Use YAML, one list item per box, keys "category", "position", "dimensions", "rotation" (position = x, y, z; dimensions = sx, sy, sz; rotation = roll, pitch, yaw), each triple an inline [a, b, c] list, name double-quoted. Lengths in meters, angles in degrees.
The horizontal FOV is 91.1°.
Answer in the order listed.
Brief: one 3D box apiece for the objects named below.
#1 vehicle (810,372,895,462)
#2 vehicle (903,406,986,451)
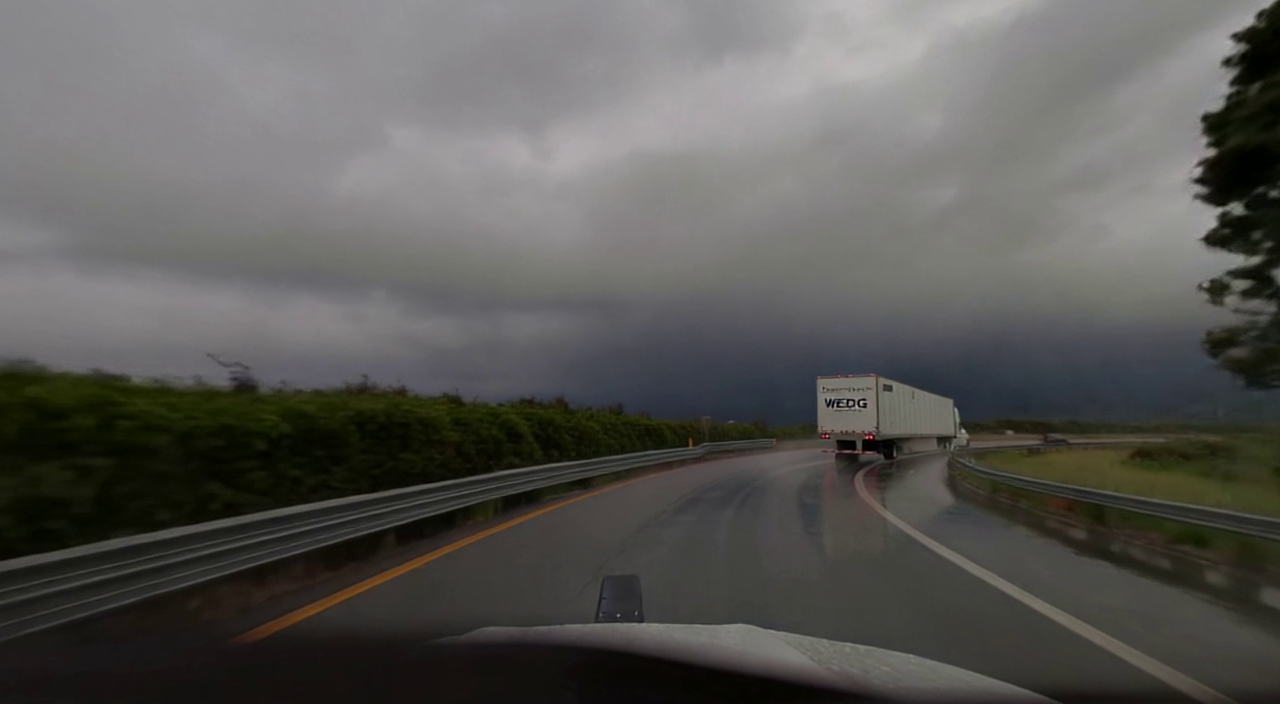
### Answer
- category: "vehicle"
  position: [9.635, 2.995, 28.398]
  dimensions: [2.963, 3.771, 3.137]
  rotation: [-4, -9, 29]
- category: "vehicle"
  position: [18.665, 4.710, 38.344]
  dimensions: [6.650, 2.524, 2.120]
  rotation: [7, -11, -43]
